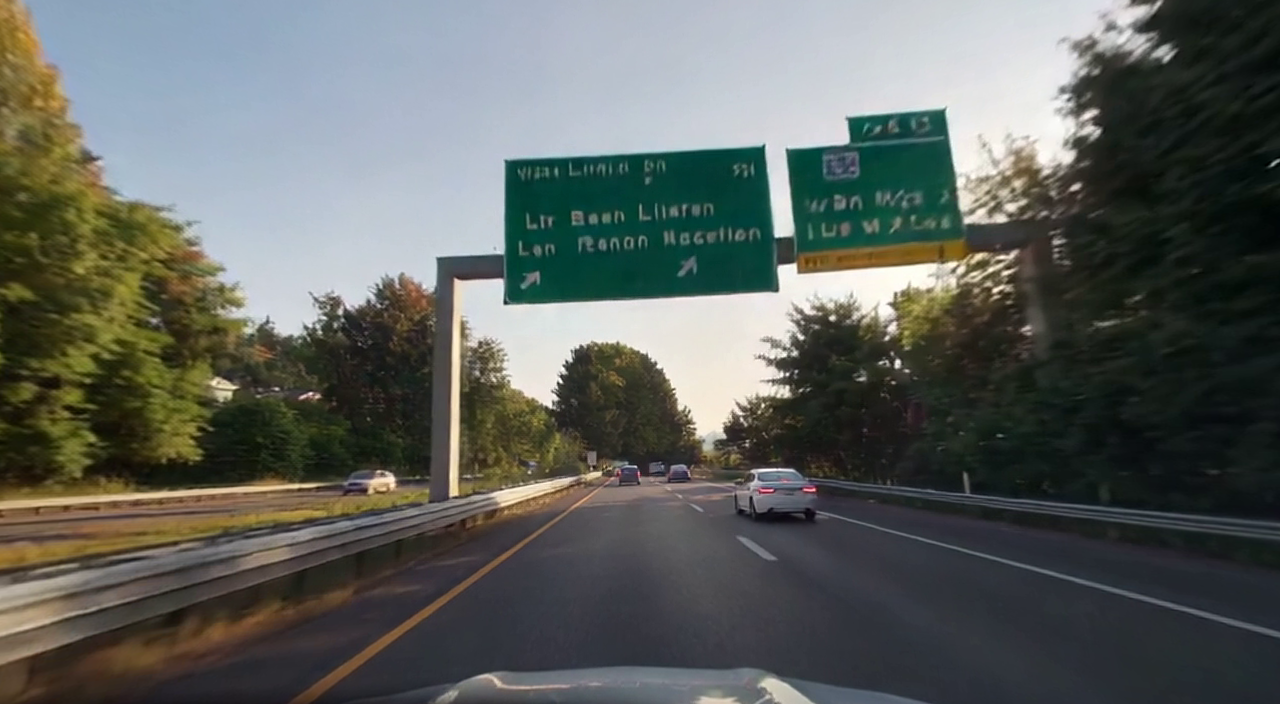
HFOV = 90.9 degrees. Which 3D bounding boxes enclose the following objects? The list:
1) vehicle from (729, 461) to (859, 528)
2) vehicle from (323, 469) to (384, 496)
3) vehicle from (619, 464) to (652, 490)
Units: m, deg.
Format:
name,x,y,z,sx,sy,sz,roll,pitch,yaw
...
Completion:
name,x,y,z,sx,sy,sz,roll,pitch,yaw
vehicle,3.744,3.613,16.384,2.018,1.426,4.941,1,-11,-2
vehicle,-17.359,7.907,38.393,1.812,1.497,4.038,1,-11,-1
vehicle,-0.305,7.823,39.513,1.980,1.483,3.865,1,-11,-1
